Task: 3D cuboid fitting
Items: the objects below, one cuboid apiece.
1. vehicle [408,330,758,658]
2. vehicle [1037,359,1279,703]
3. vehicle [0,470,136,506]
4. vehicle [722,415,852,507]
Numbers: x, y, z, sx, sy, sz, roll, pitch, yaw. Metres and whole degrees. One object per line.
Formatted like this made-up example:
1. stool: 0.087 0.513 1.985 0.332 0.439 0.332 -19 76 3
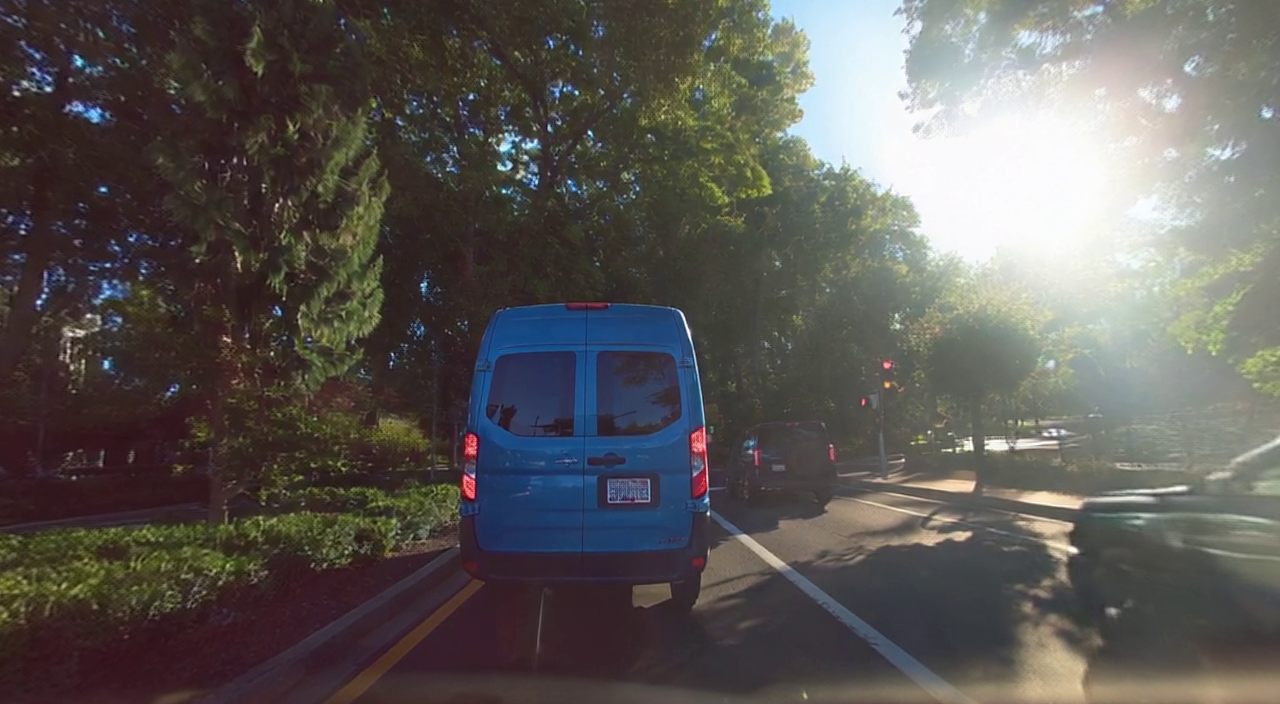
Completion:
1. vehicle: -0.343 1.185 6.158 2.145 2.046 4.309 0 -9 0
2. vehicle: 4.144 0.802 2.498 2.024 1.692 4.696 0 -9 -1
3. vehicle: -26.332 6.207 28.927 4.726 1.456 1.873 1 -9 -6
4. vehicle: 3.316 2.565 15.165 1.988 1.873 3.968 0 -9 -3
